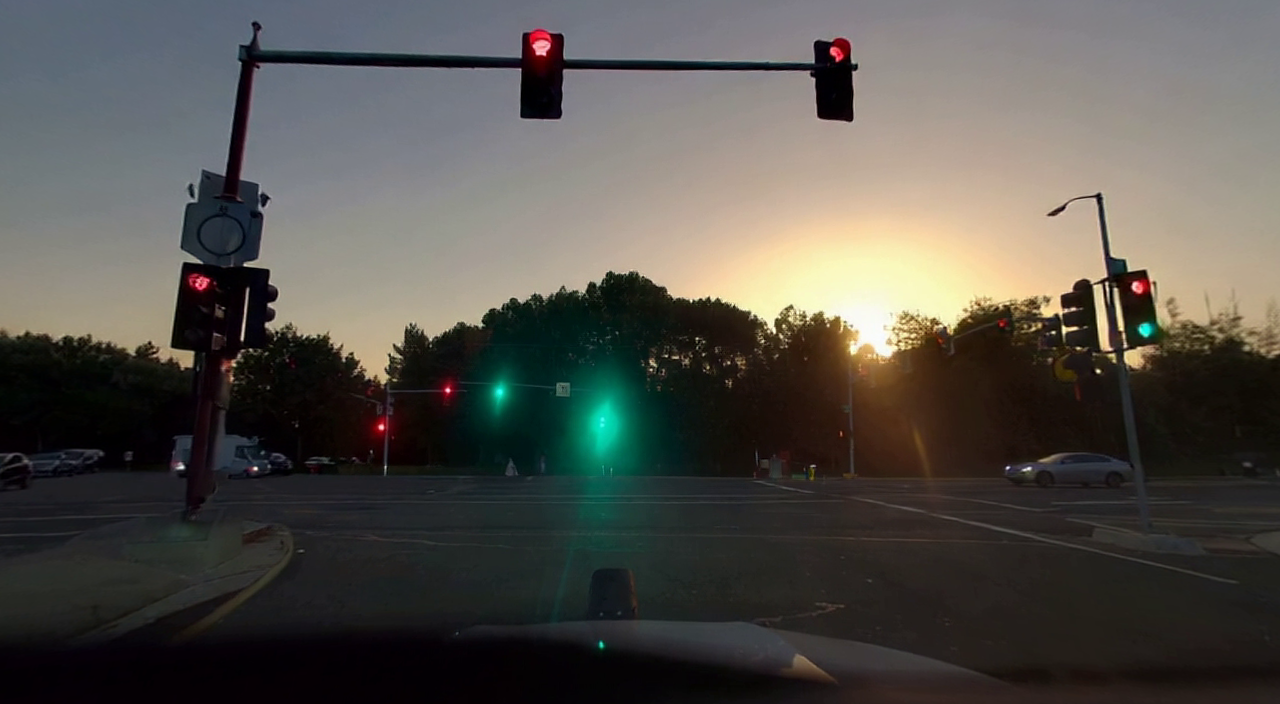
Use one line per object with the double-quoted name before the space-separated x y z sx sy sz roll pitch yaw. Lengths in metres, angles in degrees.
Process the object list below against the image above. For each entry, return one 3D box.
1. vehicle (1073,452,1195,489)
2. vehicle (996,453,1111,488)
"vehicle" 22.733 5.478 29.078 3.998 1.590 1.936 1 -12 -6
"vehicle" 21.249 6.137 32.477 4.455 1.647 2.124 1 -12 -6
